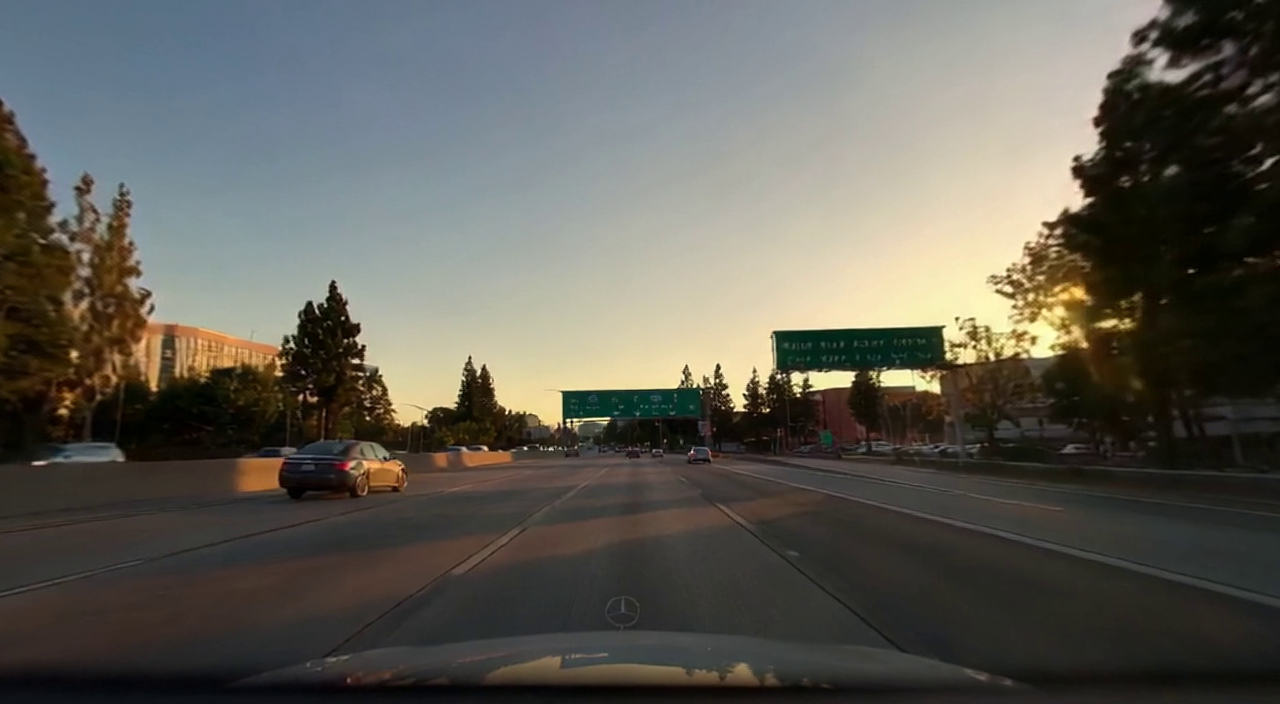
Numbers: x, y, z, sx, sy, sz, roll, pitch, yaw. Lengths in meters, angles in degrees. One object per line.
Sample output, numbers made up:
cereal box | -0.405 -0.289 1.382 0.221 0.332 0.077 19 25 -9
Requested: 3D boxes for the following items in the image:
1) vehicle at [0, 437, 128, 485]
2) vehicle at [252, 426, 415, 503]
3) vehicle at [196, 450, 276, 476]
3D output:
vehicle | -32.147 5.943 34.904 2.418 2.381 6.373 0 -8 -1
vehicle | -7.739 2.885 16.527 2.089 1.724 4.327 0 -8 0
vehicle | -24.636 6.764 38.722 1.845 1.463 4.705 0 -8 -1
